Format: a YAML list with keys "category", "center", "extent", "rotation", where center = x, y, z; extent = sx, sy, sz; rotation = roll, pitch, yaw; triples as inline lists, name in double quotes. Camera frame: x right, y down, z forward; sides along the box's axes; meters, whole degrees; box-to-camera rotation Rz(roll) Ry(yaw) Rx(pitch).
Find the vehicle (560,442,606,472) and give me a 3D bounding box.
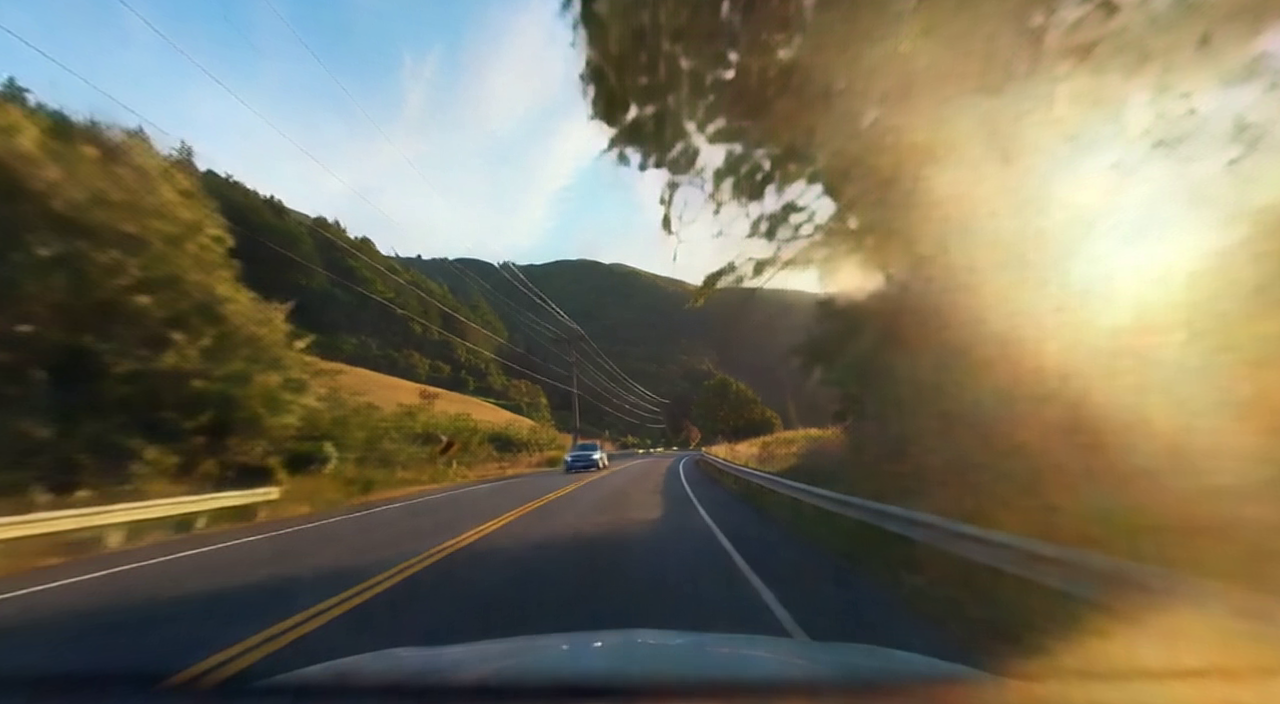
- category: "vehicle"
  center: [-3.366, 6.276, 38.035]
  extent: [2.103, 1.679, 4.081]
  rotation: [-1, -9, 4]
